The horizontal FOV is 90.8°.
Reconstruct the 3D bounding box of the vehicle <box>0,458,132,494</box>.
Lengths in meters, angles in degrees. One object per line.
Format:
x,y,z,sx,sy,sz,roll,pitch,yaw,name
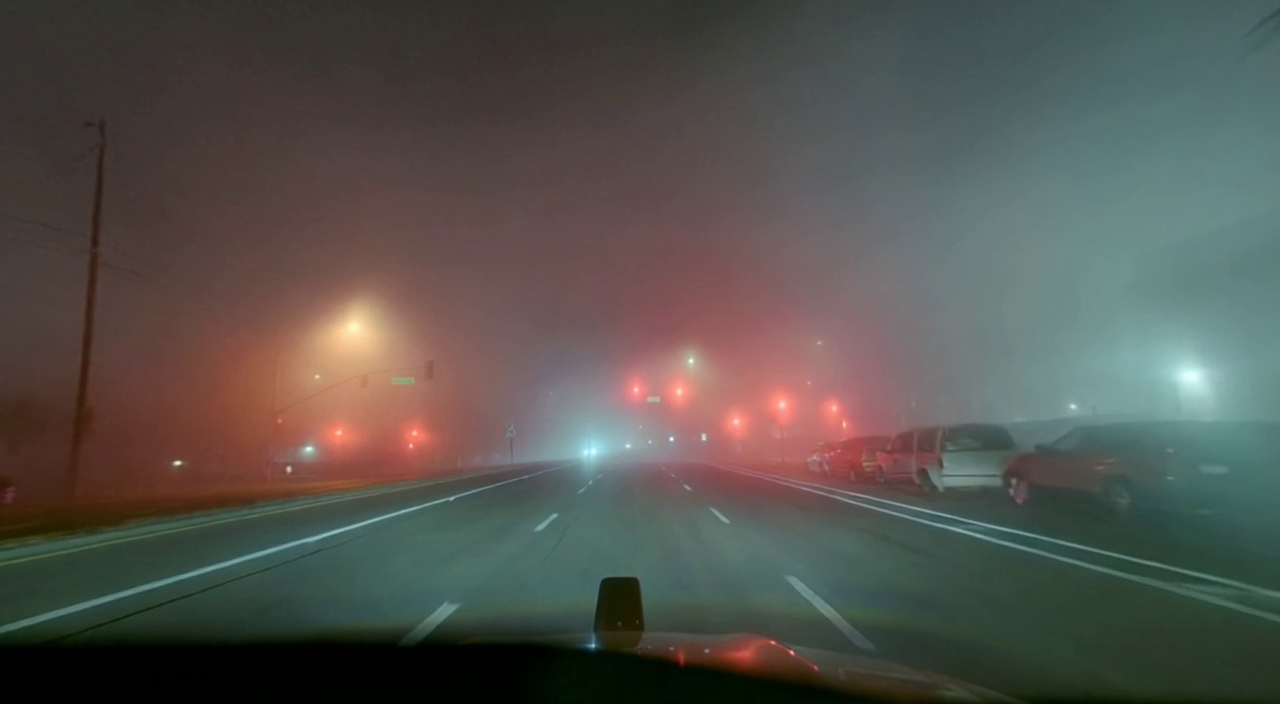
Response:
-28.973,6.163,31.516,5.352,1.644,2.387,-1,-9,5,vehicle

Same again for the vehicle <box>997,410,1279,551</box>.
8.016,1.851,9.809,1.987,1.628,4.712,0,-9,-3,vehicle

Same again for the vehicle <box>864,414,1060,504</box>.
7.706,2.644,15.966,2.130,1.877,5.334,0,-9,0,vehicle
